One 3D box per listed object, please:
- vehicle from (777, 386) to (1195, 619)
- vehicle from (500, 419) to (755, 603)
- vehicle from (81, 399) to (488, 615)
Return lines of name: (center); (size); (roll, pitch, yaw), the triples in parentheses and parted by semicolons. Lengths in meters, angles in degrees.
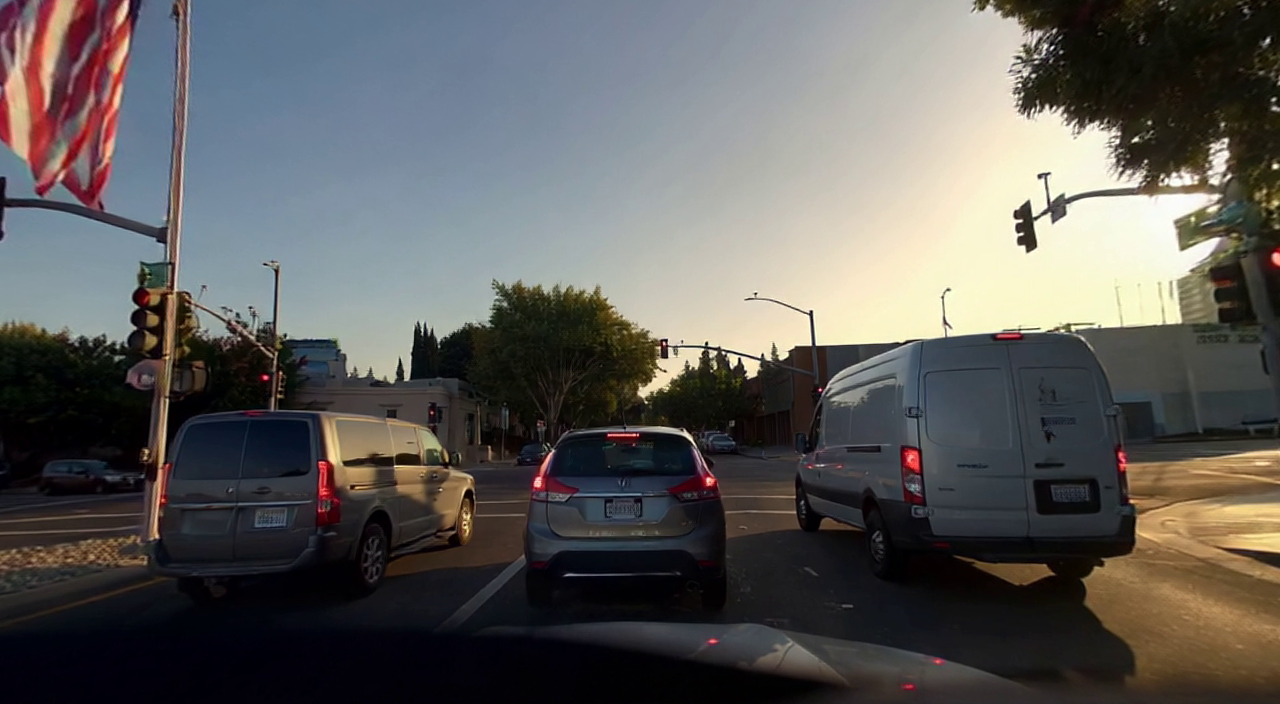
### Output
vehicle: (3.084, 1.464, 7.025); (2.178, 1.746, 4.400); (0, -9, 1)
vehicle: (-0.148, 1.622, 7.323); (2.098, 1.494, 4.118); (0, -9, -1)
vehicle: (-3.313, 1.519, 7.036); (2.024, 1.677, 3.998); (-1, -9, 3)
